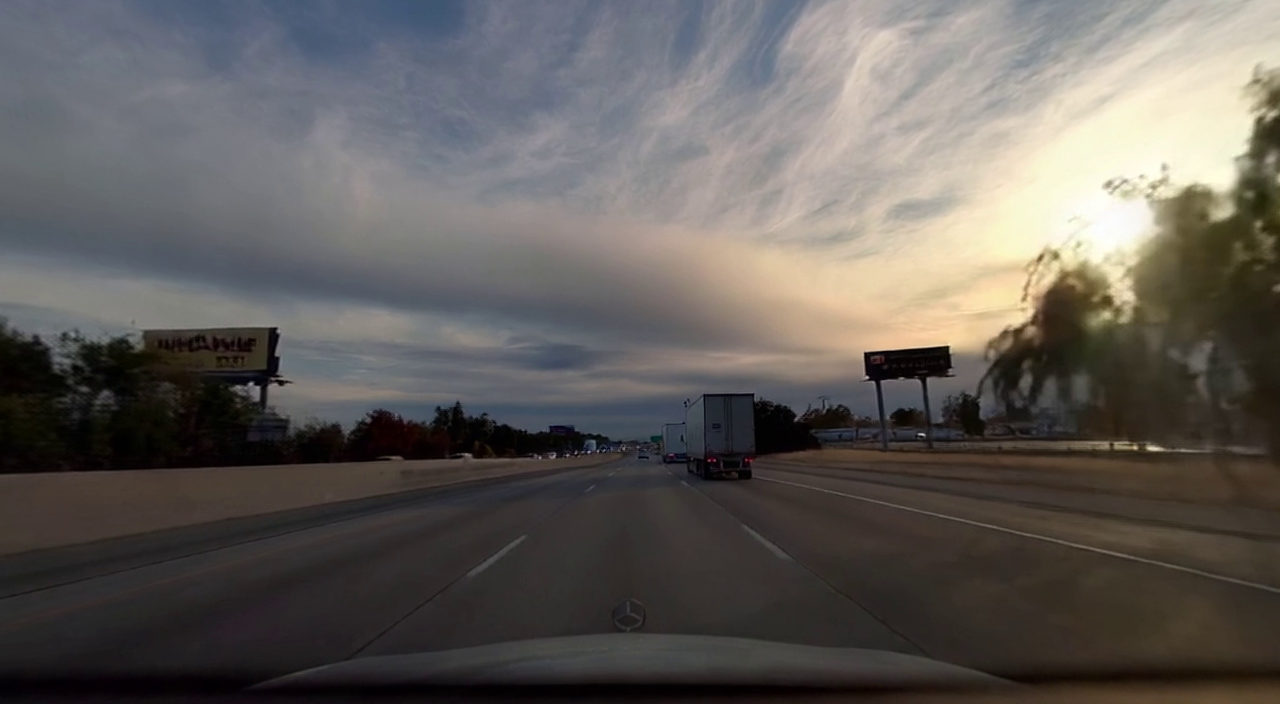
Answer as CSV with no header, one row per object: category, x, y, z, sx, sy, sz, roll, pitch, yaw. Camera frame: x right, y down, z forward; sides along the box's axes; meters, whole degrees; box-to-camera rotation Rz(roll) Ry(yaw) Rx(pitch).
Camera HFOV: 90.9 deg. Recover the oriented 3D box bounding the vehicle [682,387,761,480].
vehicle,4.268,4.846,36.367,2.826,4.269,14.176,0,-9,1
